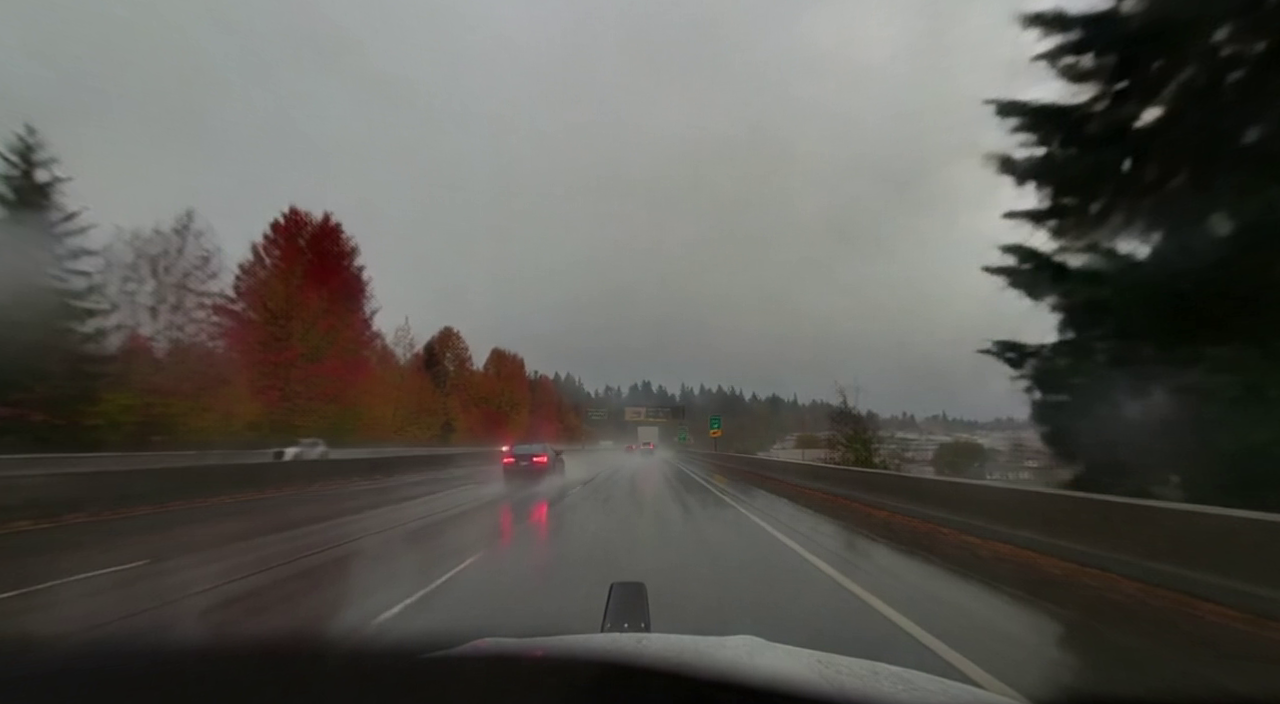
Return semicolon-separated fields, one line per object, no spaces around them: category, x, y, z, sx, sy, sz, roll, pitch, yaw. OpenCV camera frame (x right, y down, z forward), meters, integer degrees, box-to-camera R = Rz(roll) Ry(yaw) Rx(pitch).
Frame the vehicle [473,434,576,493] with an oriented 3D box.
vehicle;-3.343;3.335;19.279;2.061;1.572;4.814;0;-8;2

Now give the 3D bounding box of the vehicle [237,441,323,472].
vehicle;-19.921;5.783;35.055;1.935;1.612;4.573;0;-8;2
